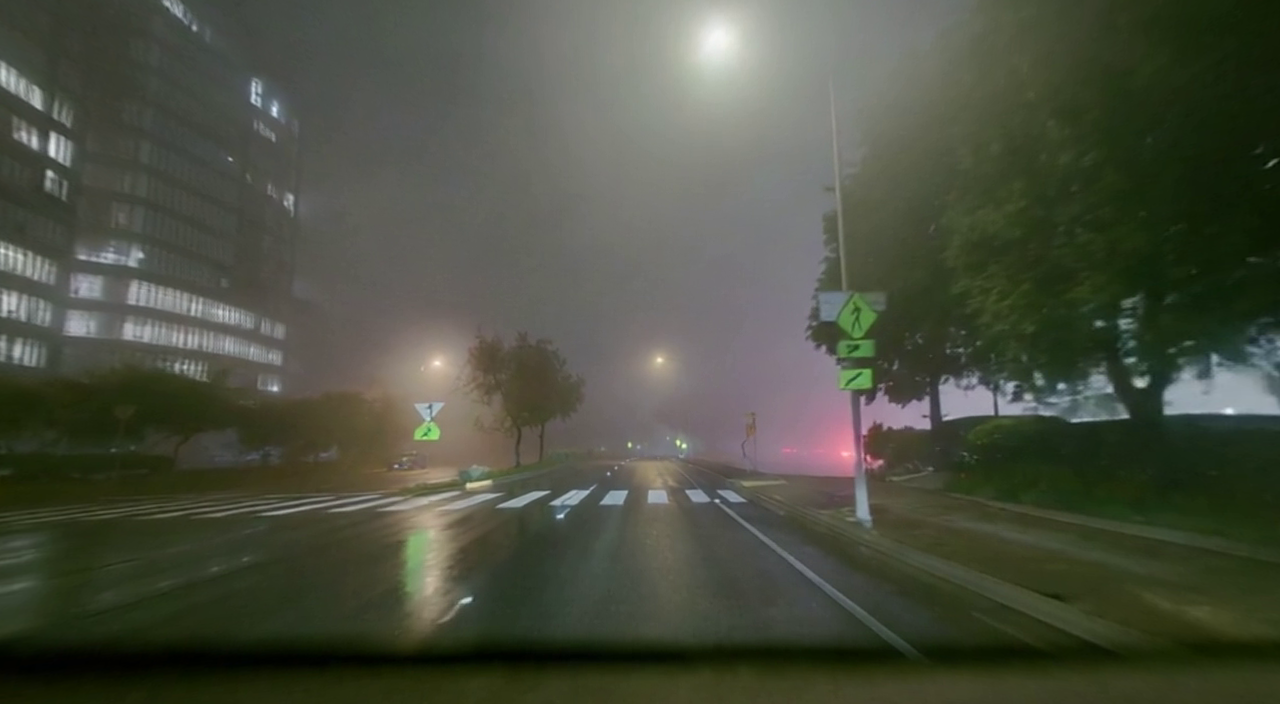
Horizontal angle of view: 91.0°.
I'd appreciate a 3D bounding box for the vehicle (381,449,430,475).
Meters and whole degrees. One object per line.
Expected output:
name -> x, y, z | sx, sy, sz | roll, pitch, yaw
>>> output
vehicle -> -16.682, 7.800, 44.947 | 1.807, 1.570, 4.557 | -3, -8, -1
